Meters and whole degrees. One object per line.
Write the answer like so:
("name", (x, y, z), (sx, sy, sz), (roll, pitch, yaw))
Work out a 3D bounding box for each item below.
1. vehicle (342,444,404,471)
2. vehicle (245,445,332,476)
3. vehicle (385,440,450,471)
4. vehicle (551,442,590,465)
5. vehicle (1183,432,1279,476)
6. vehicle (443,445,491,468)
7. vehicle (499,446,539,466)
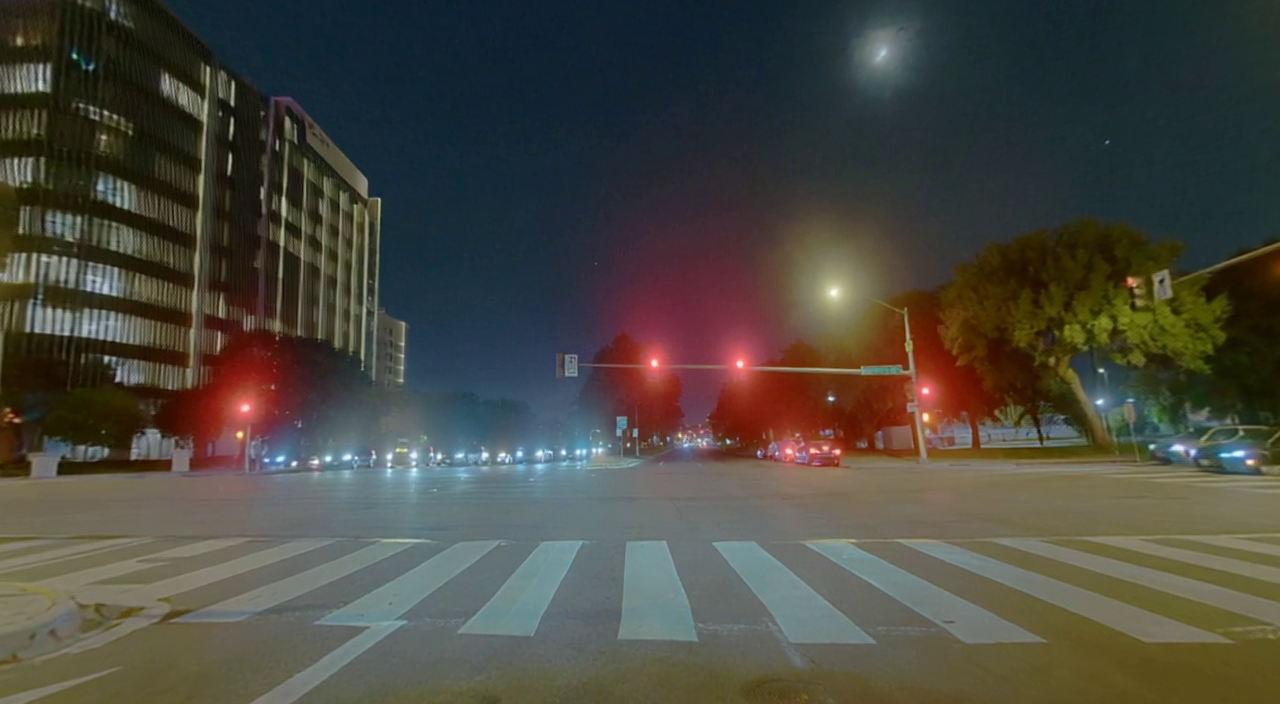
("vehicle", (-18.554, 7.344, 44.005), (2.237, 1.801, 4.541), (0, -9, 1))
("vehicle", (-22.331, 6.883, 40.207), (2.032, 1.839, 4.884), (-2, -9, 12))
("vehicle", (-15.141, 7.039, 43.157), (2.340, 1.946, 5.450), (0, -9, 1))
("vehicle", (-4.533, 6.708, 41.674), (1.954, 1.431, 4.050), (0, -9, 2))
("vehicle", (22.315, 3.578, 22.241), (4.474, 1.477, 1.908), (0, -9, -3))
("vehicle", (-11.638, 7.069, 42.706), (1.911, 1.476, 4.297), (-1, -9, 2))
("vehicle", (-8.111, 7.010, 42.609), (1.910, 1.321, 3.692), (0, -9, 1))
